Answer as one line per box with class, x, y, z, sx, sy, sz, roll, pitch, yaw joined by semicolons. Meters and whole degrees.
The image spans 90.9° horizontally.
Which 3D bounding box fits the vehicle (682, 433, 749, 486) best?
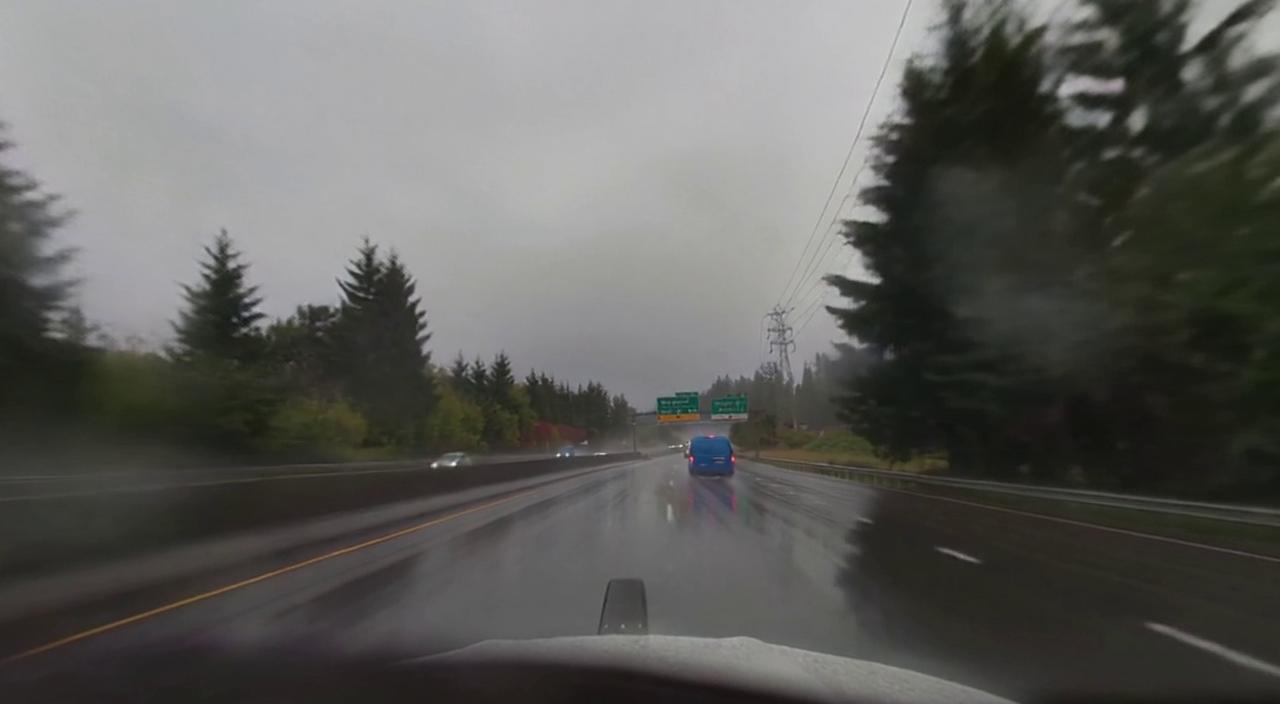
vehicle;3.017;4.445;26.362;2.261;1.969;5.104;0;-9;1
